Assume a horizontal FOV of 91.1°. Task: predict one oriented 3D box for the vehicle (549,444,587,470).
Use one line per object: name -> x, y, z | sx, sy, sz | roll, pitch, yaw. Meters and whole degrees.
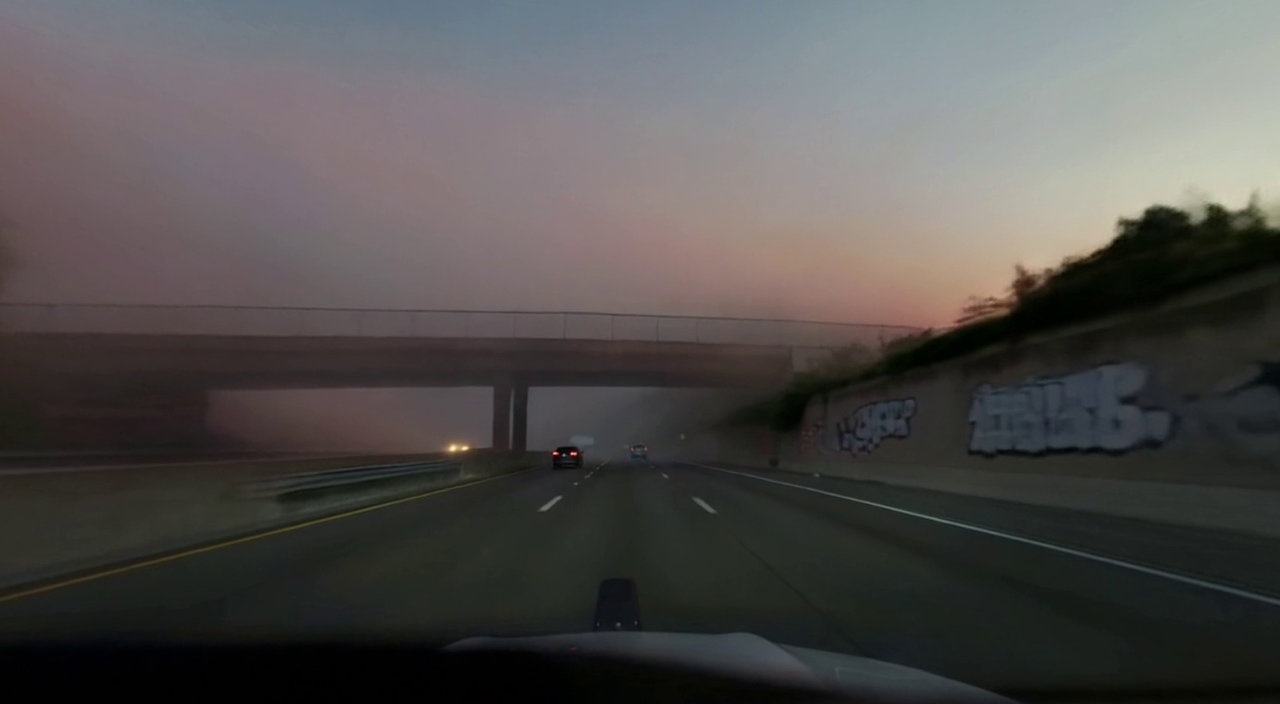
vehicle -> -4.253, 6.253, 37.576 | 1.871, 1.459, 3.771 | 0, -9, -1
